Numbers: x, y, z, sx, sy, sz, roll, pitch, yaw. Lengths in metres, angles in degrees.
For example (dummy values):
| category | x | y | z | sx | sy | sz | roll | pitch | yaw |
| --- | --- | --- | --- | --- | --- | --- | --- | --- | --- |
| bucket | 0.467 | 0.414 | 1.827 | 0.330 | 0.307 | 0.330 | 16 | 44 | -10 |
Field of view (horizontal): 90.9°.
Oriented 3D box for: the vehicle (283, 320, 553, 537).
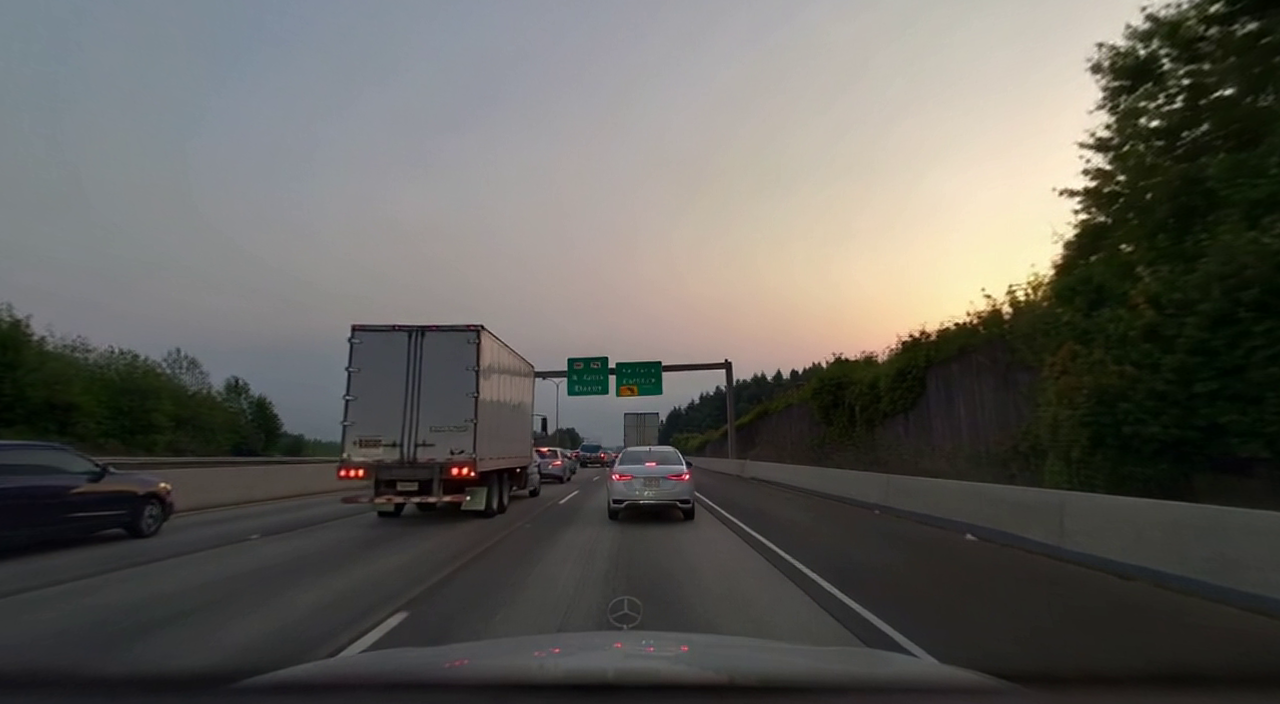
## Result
| category | x | y | z | sx | sy | sz | roll | pitch | yaw |
| --- | --- | --- | --- | --- | --- | --- | --- | --- | --- |
| vehicle | -3.880 | 1.741 | 13.499 | 2.832 | 3.293 | 7.782 | 0 | -9 | 1 |

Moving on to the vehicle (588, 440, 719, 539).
| category | x | y | z | sx | sy | sz | roll | pitch | yaw |
| --- | --- | --- | --- | --- | --- | --- | --- | --- | --- |
| vehicle | 0.206 | 2.375 | 11.389 | 1.995 | 1.495 | 3.380 | 0 | -9 | 0 |

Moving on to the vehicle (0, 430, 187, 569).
| category | x | y | z | sx | sy | sz | roll | pitch | yaw |
| --- | --- | --- | --- | --- | --- | --- | --- | --- | --- |
| vehicle | -7.865 | 1.683 | 7.348 | 1.824 | 1.489 | 4.422 | 0 | -9 | 1 |
